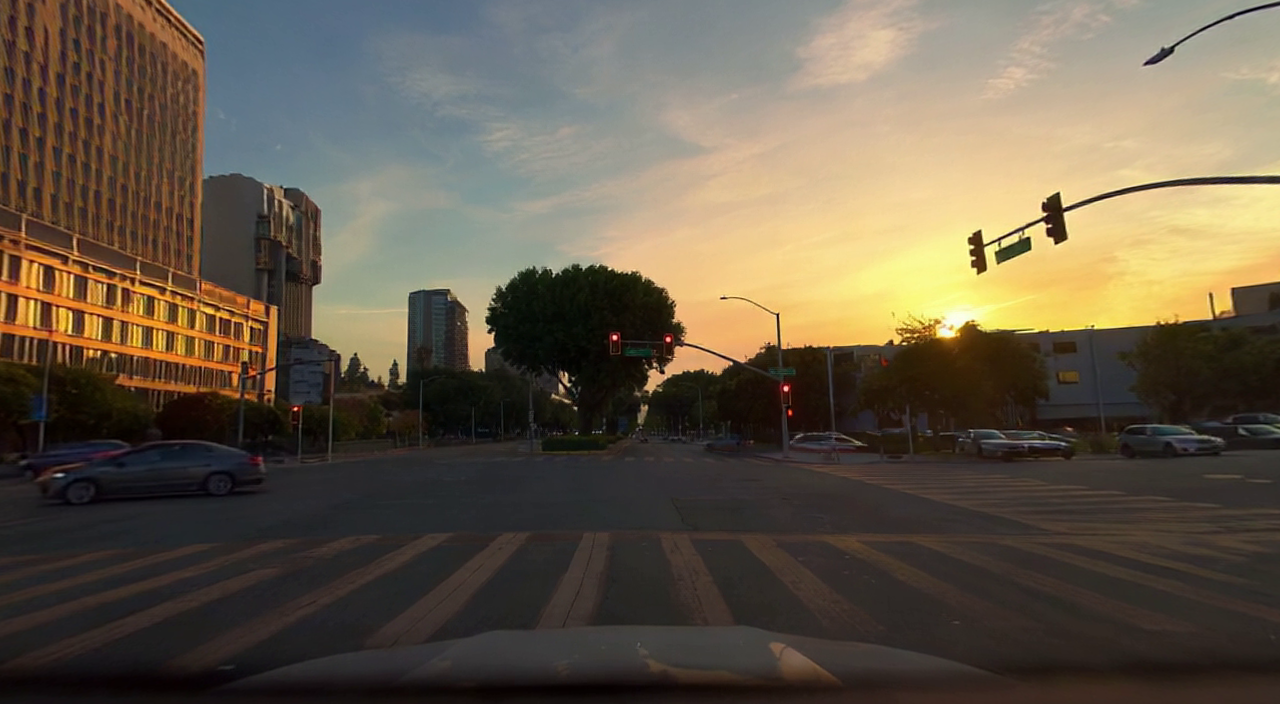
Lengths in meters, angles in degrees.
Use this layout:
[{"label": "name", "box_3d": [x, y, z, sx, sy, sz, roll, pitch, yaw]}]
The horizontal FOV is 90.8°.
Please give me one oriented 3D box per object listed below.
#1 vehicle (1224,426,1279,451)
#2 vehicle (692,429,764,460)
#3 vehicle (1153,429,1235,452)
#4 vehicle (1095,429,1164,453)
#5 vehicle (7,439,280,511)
[{"label": "vehicle", "box_3d": [42.245, 5.737, 41.933, 2.037, 1.614, 5.175, 0, -8, 0]}, {"label": "vehicle", "box_3d": [5.050, 5.399, 36.944, 1.977, 1.698, 4.571, 4, -9, -25]}, {"label": "vehicle", "box_3d": [36.556, 5.899, 41.850, 1.726, 1.429, 4.163, -1, -8, 2]}, {"label": "vehicle", "box_3d": [33.235, 6.100, 43.083, 2.090, 1.494, 4.321, -3, -9, 15]}, {"label": "vehicle", "box_3d": [-11.795, 2.898, 15.490, 4.916, 1.504, 1.846, 6, -10, -35]}]
